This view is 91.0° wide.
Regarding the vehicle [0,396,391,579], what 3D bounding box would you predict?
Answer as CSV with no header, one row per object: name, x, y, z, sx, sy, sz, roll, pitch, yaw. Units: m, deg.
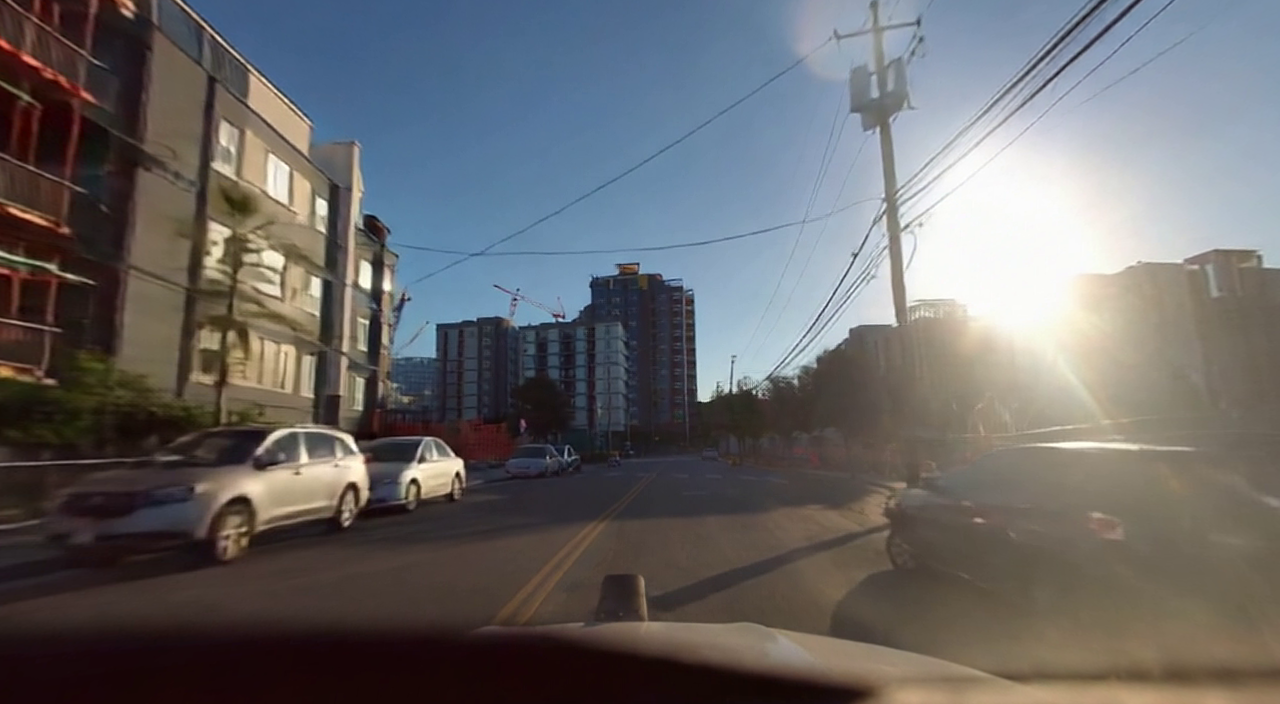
vehicle,-5.653,1.757,8.972,1.953,1.871,4.712,-1,-9,5

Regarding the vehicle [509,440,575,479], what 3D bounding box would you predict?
vehicle,-4.379,4.889,28.902,1.998,1.633,4.673,-1,-8,4

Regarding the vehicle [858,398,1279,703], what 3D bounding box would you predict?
vehicle,3.974,1.531,6.157,2.097,1.777,5.003,0,-9,3
